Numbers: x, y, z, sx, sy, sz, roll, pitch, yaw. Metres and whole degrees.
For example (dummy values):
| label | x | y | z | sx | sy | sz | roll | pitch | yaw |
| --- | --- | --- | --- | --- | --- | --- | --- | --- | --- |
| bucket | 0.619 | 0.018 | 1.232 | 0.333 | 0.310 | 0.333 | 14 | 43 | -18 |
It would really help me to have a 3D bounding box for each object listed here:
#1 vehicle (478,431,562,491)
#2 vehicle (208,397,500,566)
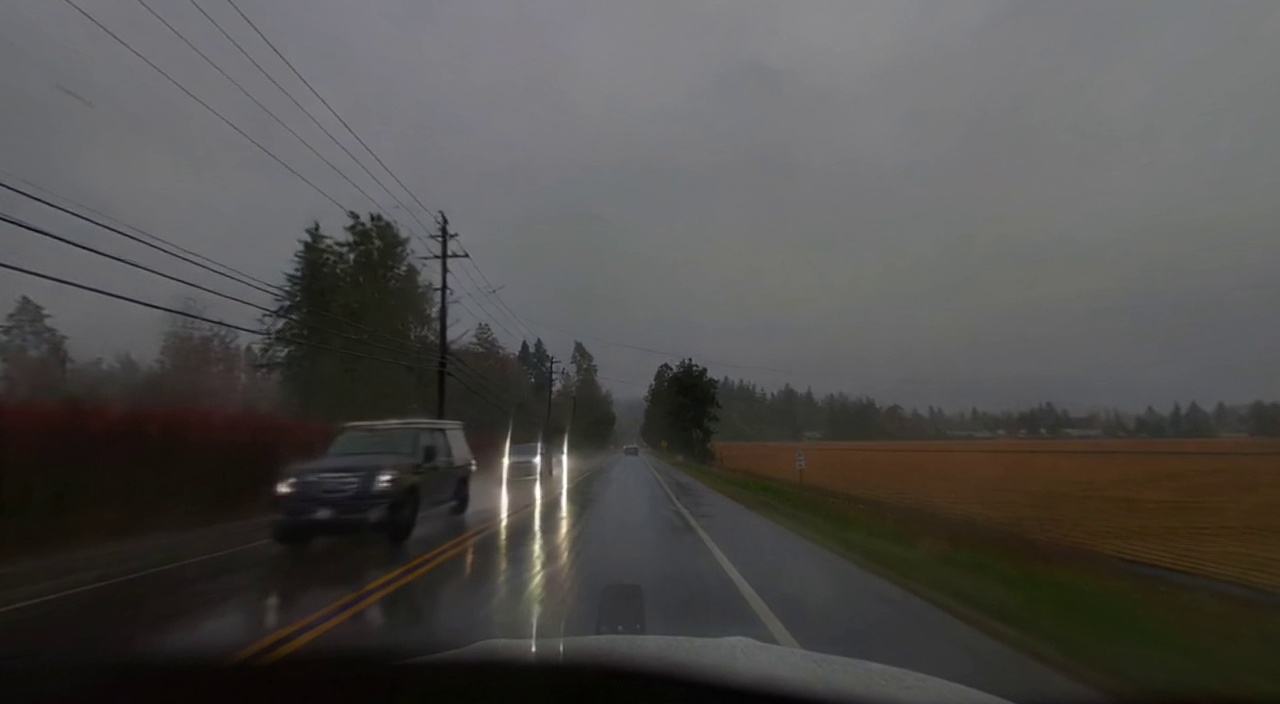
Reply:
| label | x | y | z | sx | sy | sz | roll | pitch | yaw |
| --- | --- | --- | --- | --- | --- | --- | --- | --- | --- |
| vehicle | -4.770 | 4.358 | 25.917 | 2.549 | 2.028 | 5.180 | -3 | -7 | -2 |
| vehicle | -4.705 | 2.209 | 12.028 | 2.762 | 2.167 | 6.359 | -3 | -7 | -2 |
